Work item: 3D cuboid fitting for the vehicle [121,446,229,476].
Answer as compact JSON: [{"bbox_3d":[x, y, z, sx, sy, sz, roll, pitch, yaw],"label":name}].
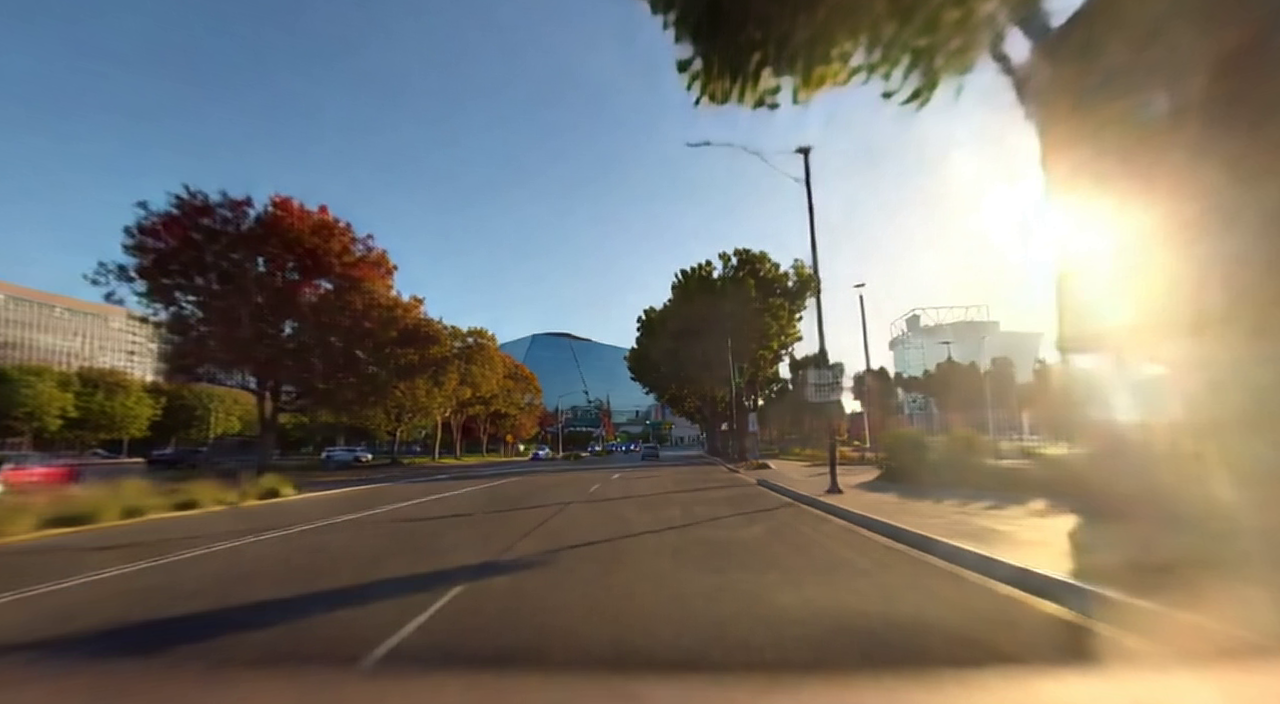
[{"bbox_3d":[-27.153,6.357,36.785,4.816,1.655,1.928,-1,-9,3],"label":"vehicle"}]
